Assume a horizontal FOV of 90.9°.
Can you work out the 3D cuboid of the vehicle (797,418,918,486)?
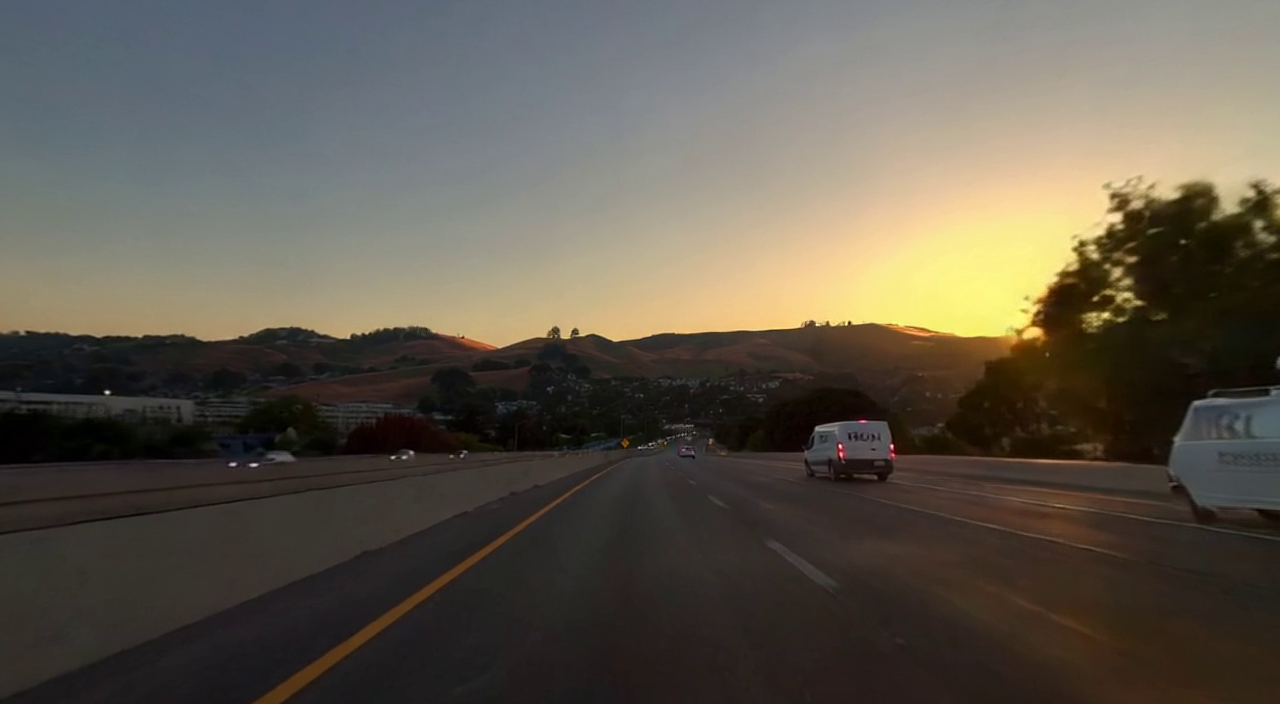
[{"bbox_3d":[7.422,3.491,22.332,2.275,2.059,5.543,0,-8,0],"label":"vehicle"}]

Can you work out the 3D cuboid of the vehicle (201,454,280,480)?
[{"bbox_3d":[-25.051,7.183,39.741,1.872,1.450,4.701,0,-8,0],"label":"vehicle"}]
